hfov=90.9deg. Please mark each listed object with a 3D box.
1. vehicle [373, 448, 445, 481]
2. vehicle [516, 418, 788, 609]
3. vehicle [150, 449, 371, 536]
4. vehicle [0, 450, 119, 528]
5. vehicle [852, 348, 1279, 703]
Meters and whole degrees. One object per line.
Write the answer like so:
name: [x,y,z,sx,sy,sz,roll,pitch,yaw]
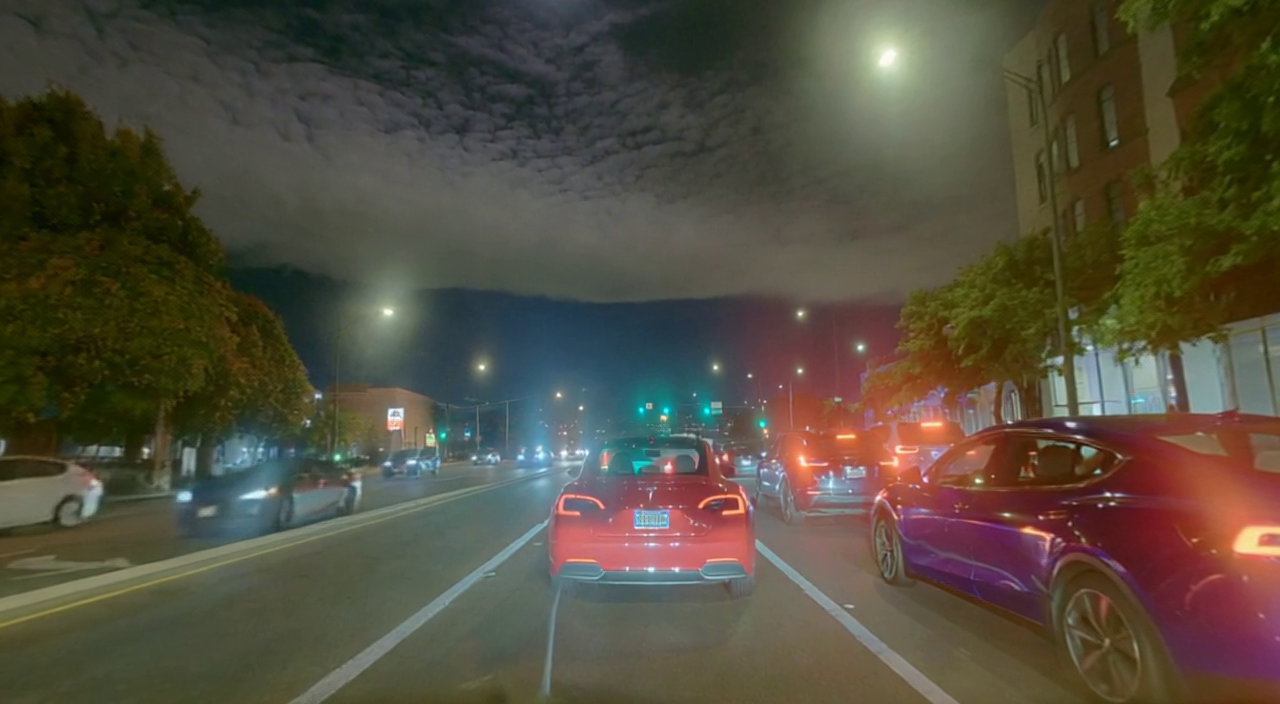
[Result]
vehicle: [-11.411,5.543,31.429,1.917,1.506,4.280,0,-8,1]
vehicle: [0.103,1.568,7.006,2.137,1.488,3.938,0,-8,0]
vehicle: [-7.679,2.840,13.378,1.979,1.490,4.225,0,-8,1]
vehicle: [-14.995,3.120,14.508,1.995,1.652,4.586,0,-8,1]
vehicle: [3.197,1.111,4.146,2.038,1.651,4.455,0,-8,0]
